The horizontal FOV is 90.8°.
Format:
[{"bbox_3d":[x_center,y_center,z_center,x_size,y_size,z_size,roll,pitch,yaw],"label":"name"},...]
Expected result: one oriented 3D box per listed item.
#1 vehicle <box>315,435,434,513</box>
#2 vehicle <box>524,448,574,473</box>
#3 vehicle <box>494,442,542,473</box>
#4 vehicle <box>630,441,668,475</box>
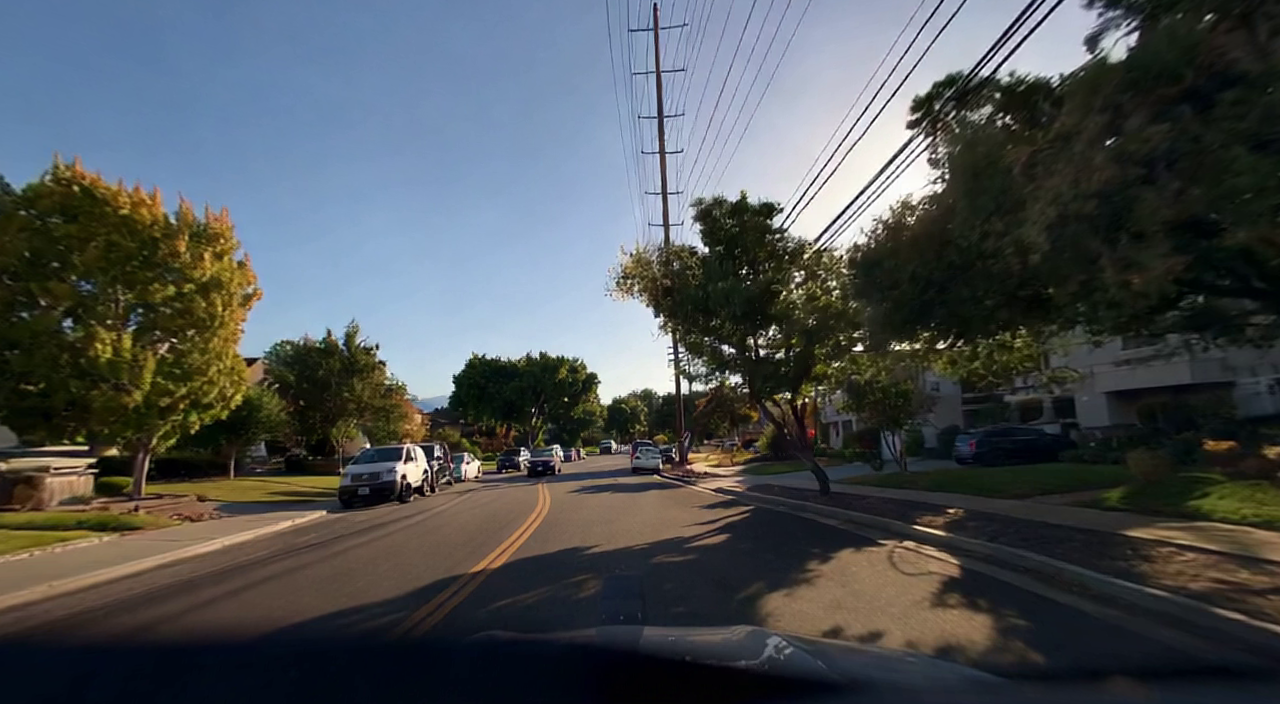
[{"bbox_3d":[-8.297,3.841,20.428,2.312,2.032,5.585,-1,-9,-10],"label":"vehicle"},{"bbox_3d":[-5.649,6.798,39.929,2.448,1.475,4.568,0,-9,1],"label":"vehicle"},{"bbox_3d":[-9.029,7.874,47.071,2.353,2.037,5.358,-4,-10,1],"label":"vehicle"},{"bbox_3d":[0.507,6.081,36.460,2.032,1.810,5.047,0,-8,1],"label":"vehicle"}]
